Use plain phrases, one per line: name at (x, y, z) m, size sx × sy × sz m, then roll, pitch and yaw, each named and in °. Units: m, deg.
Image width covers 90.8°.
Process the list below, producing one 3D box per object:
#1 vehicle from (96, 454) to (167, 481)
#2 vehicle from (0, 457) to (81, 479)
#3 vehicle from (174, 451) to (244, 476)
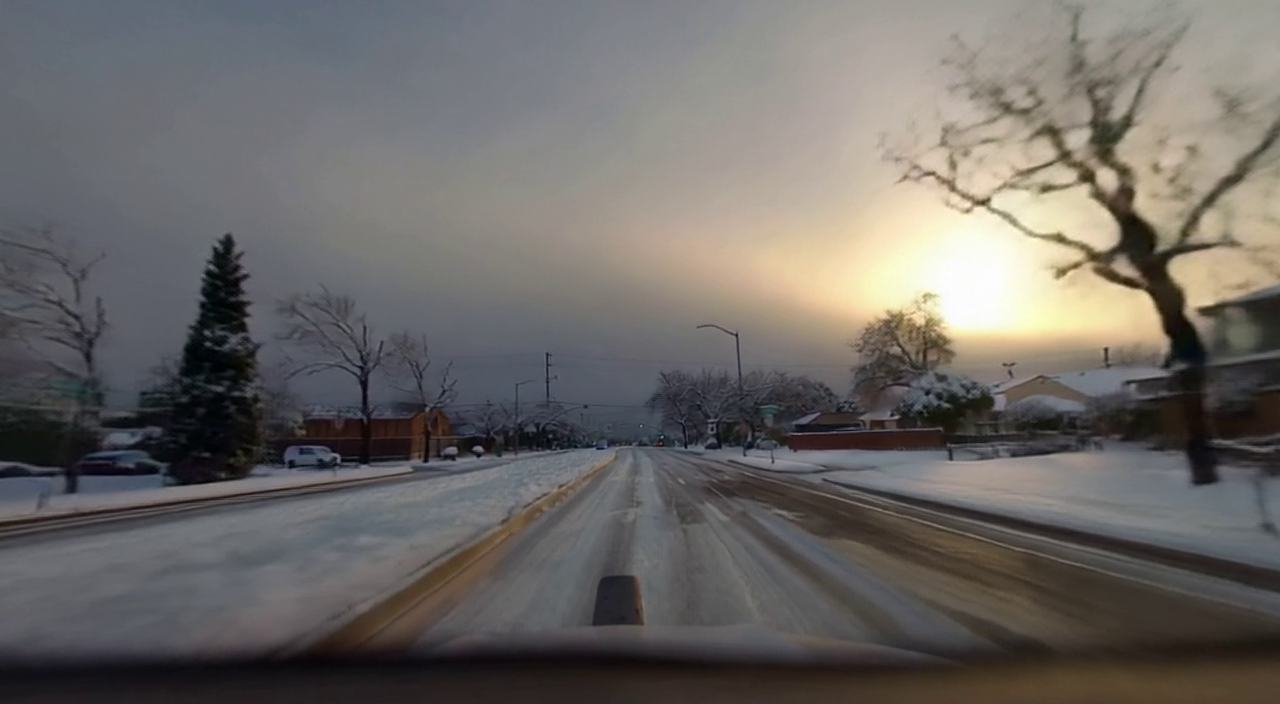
vehicle at (-32.683, 7.408, 40.574) m, size 4.072 × 1.545 × 1.920 m, roll -4°, pitch -9°, yaw 27°
vehicle at (-41.844, 8.037, 43.807) m, size 4.182 × 1.485 × 1.843 m, roll 0°, pitch -9°, yaw -3°
vehicle at (-27.805, 7.189, 40.727) m, size 4.634 × 1.513 × 1.841 m, roll -6°, pitch -11°, yaw 31°
